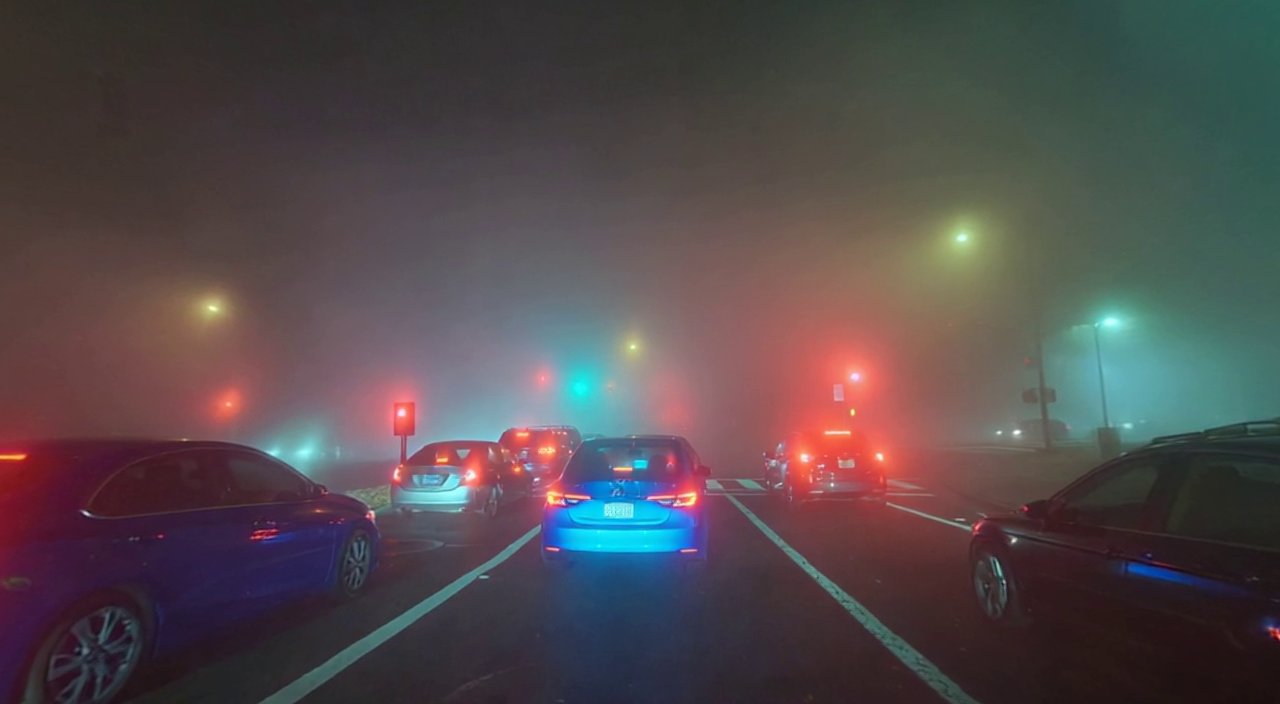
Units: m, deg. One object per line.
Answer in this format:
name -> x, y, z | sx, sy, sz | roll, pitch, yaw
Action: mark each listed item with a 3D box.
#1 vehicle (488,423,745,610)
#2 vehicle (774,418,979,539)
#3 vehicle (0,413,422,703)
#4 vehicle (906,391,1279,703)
vehicle -> -0.175, 1.618, 7.120 | 2.059, 1.477, 3.988 | 0, -8, 0
vehicle -> 3.775, 2.098, 11.024 | 2.007, 1.683, 4.171 | 0, -8, 1
vehicle -> -3.410, 1.298, 4.718 | 1.980, 1.454, 4.226 | 0, -8, 1
vehicle -> 3.407, 1.067, 3.493 | 1.981, 1.499, 4.536 | -1, -8, 2
